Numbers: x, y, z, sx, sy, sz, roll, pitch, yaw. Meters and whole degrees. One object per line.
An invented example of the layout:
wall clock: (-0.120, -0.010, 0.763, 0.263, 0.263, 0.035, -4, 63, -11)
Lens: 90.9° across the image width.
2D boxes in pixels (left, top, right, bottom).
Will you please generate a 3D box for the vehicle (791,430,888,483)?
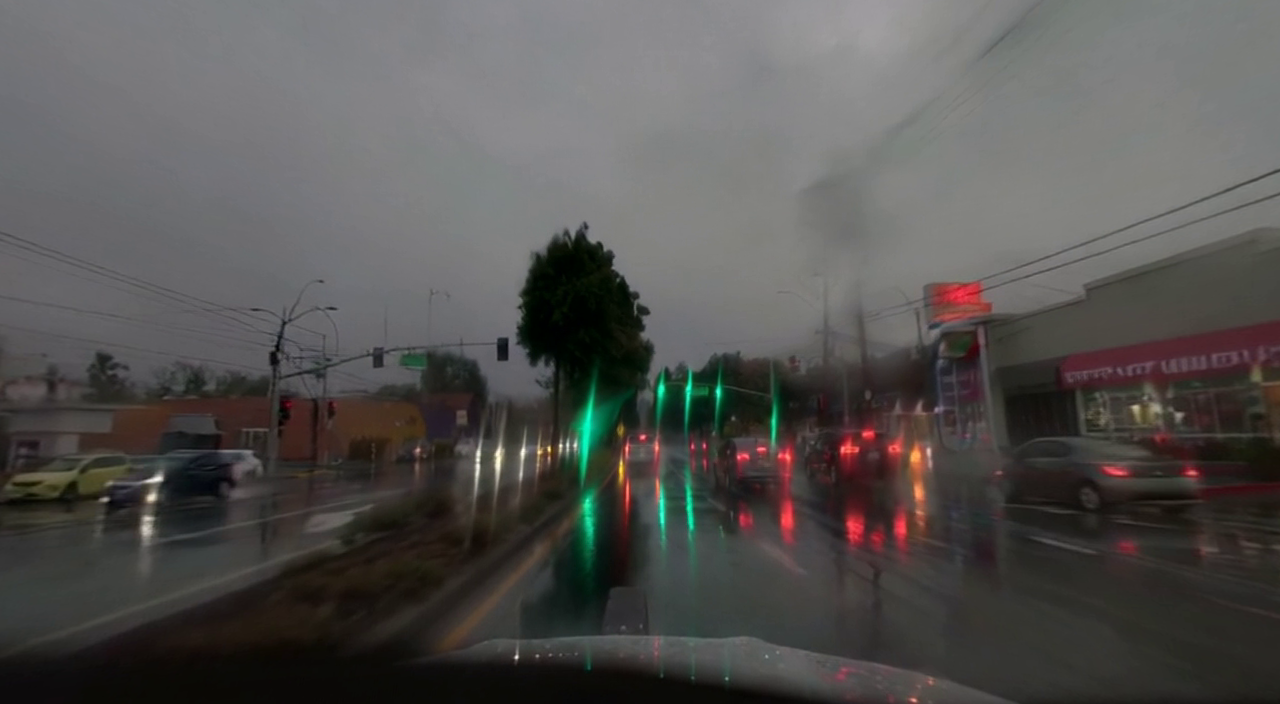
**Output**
vehicle: (7.081, 3.743, 22.930, 2.040, 1.738, 4.414, 0, -8, -1)

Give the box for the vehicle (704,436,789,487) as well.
vehicle: (3.375, 3.580, 20.968, 1.963, 1.484, 4.609, 0, -8, -1)

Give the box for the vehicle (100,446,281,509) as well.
vehicle: (-12.215, 3.387, 17.536, 2.087, 1.499, 3.939, 0, -8, 0)

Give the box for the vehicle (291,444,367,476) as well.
vehicle: (-18.813, 6.549, 38.431, 2.111, 1.799, 4.898, 0, -9, 1)

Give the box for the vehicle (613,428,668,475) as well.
vehicle: (0.038, 4.321, 27.606, 2.210, 1.861, 4.280, 0, -8, 1)

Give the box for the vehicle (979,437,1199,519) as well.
vehicle: (10.263, 2.838, 14.981, 1.845, 1.454, 4.620, 0, -6, 0)

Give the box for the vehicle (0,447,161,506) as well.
vehicle: (-18.936, 4.088, 21.223, 1.904, 1.685, 4.774, 0, -8, 0)

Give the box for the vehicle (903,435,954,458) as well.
vehicle: (19.924, 6.542, 43.716, 1.807, 1.491, 3.858, -1, -8, 2)

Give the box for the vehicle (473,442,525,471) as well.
vehicle: (-7.843, 5.831, 35.449, 2.102, 1.496, 4.465, 0, -8, -3)

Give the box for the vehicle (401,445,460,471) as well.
vehicle: (-12.613, 6.387, 38.280, 1.887, 1.453, 4.696, 0, -8, 1)
